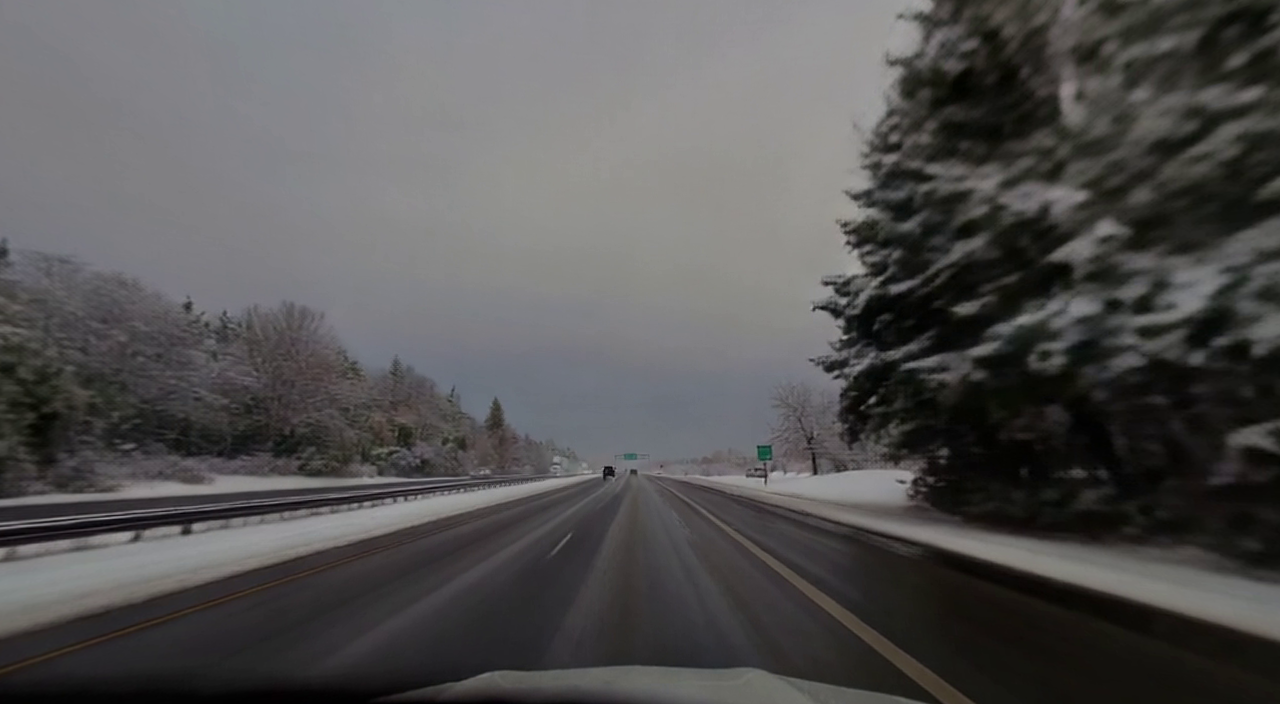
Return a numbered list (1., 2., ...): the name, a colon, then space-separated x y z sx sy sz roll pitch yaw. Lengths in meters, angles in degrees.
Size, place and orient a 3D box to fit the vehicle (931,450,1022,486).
1. vehicle: 16.157 5.624 30.521 1.973 1.540 3.978 2 -11 -4
